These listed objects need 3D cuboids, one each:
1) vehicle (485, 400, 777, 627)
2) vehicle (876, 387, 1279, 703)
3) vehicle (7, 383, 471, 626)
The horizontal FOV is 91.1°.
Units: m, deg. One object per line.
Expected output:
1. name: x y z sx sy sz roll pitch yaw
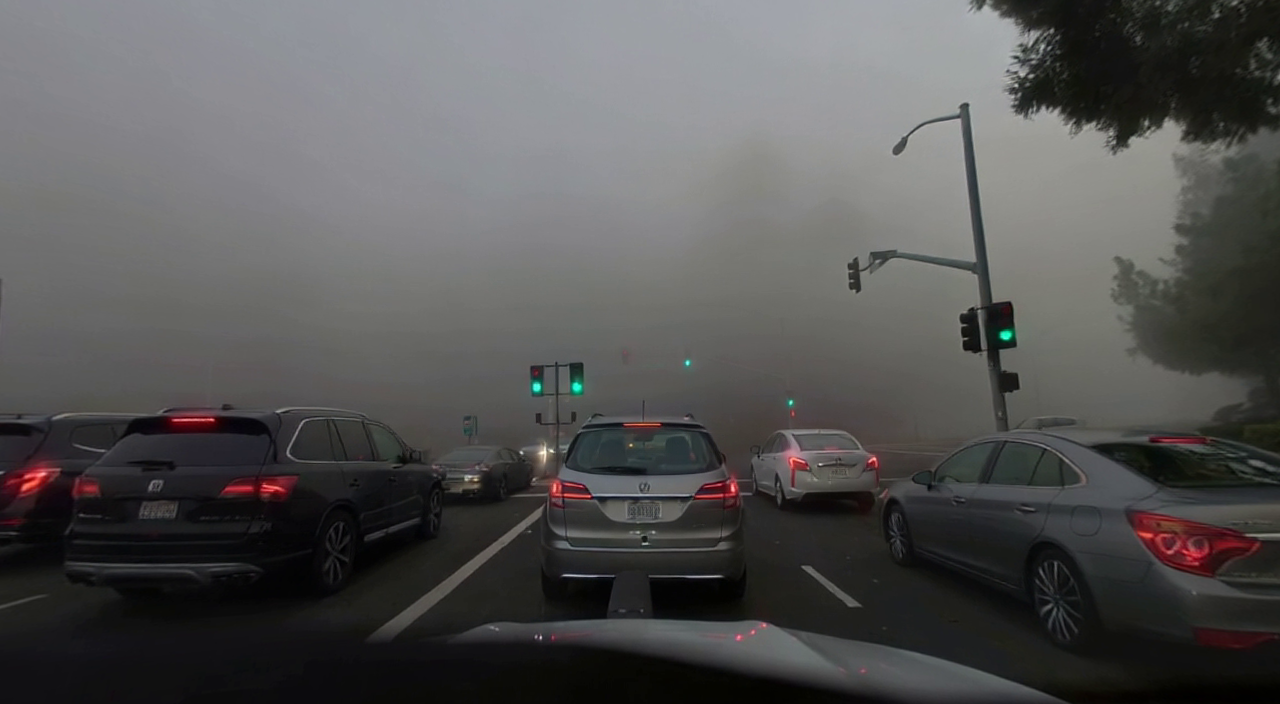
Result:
1. vehicle: -0.045 1.401 6.302 2.047 1.579 3.642 0 -8 1
2. vehicle: 3.583 1.200 4.605 2.010 1.486 4.498 0 -8 1
3. vehicle: -3.553 1.430 6.855 2.014 1.755 4.360 0 -8 3
